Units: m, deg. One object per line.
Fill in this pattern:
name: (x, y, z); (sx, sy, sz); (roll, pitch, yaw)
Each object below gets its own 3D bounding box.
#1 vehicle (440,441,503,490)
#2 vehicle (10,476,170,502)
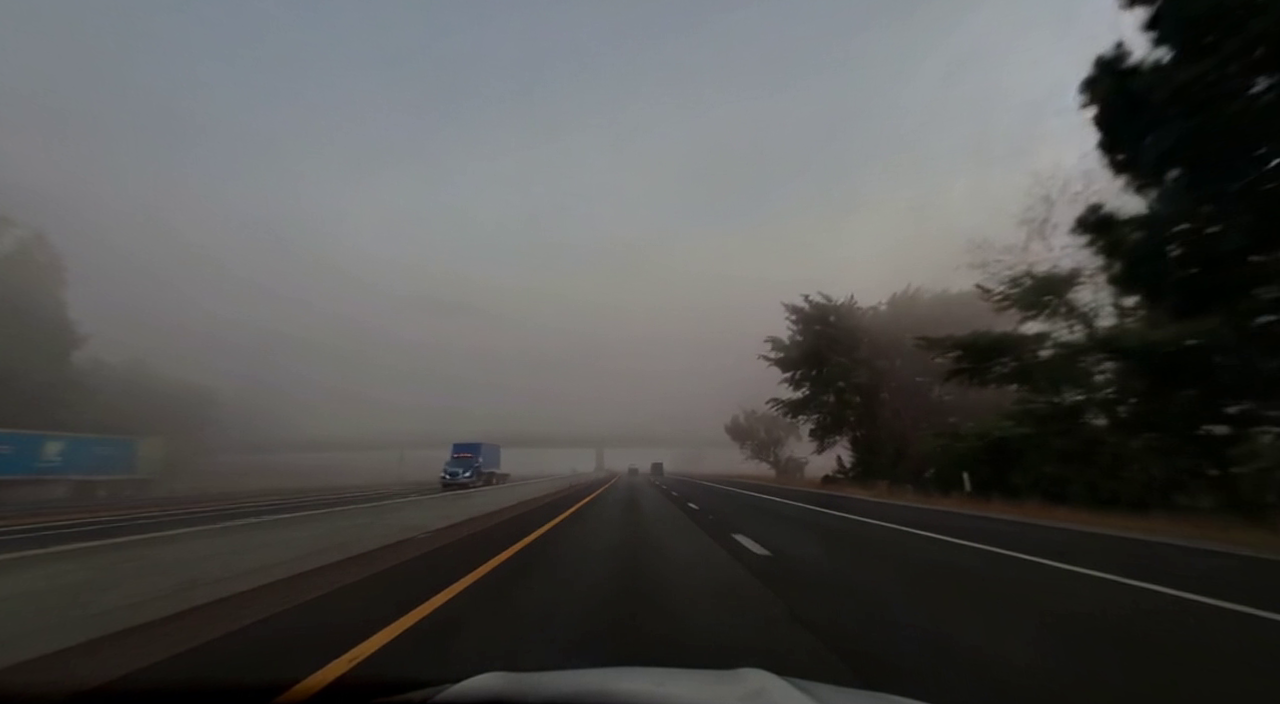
vehicle: (-13.094, 8.972, 49.665); (2.833, 3.465, 7.407); (1, -10, 0)
vehicle: (-30.897, 7.754, 35.957); (2.416, 1.131, 7.589); (1, -10, 0)
